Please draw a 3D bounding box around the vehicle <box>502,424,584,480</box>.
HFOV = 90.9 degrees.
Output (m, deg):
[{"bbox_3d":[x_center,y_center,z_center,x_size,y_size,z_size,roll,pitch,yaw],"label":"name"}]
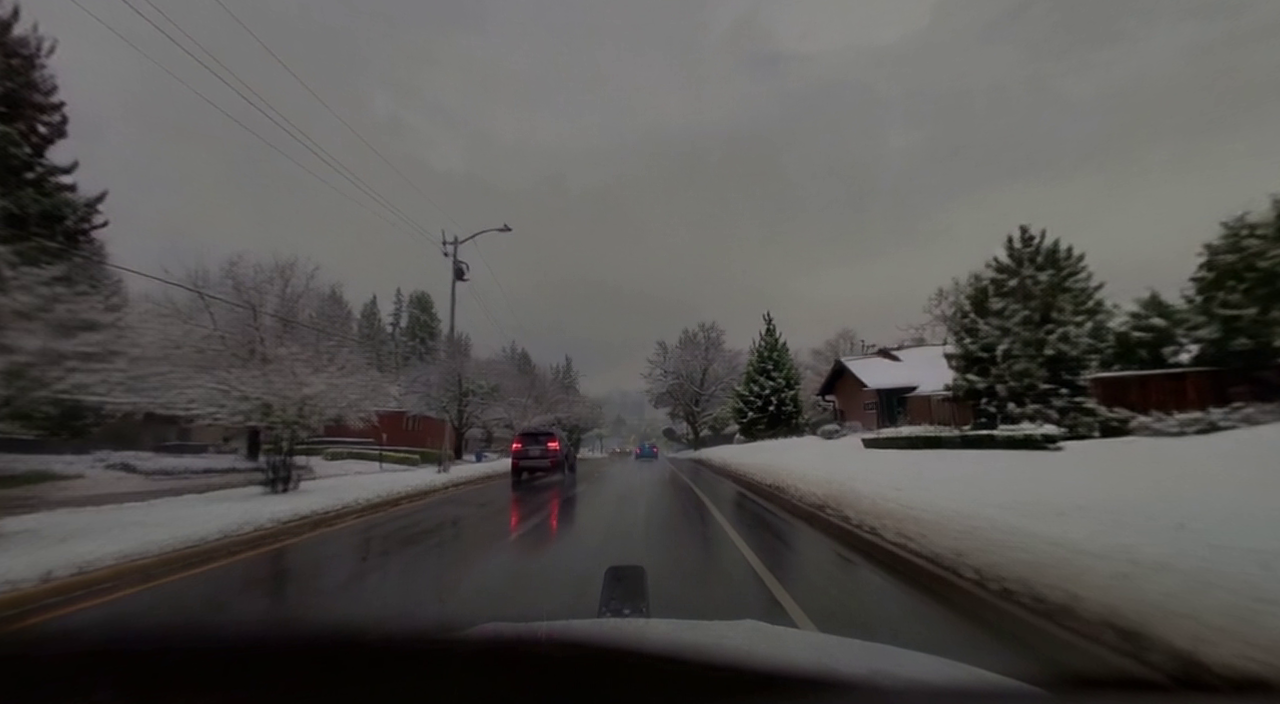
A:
[{"bbox_3d":[-3.260,3.471,22.217,2.073,1.770,4.302,0,-8,2],"label":"vehicle"}]
